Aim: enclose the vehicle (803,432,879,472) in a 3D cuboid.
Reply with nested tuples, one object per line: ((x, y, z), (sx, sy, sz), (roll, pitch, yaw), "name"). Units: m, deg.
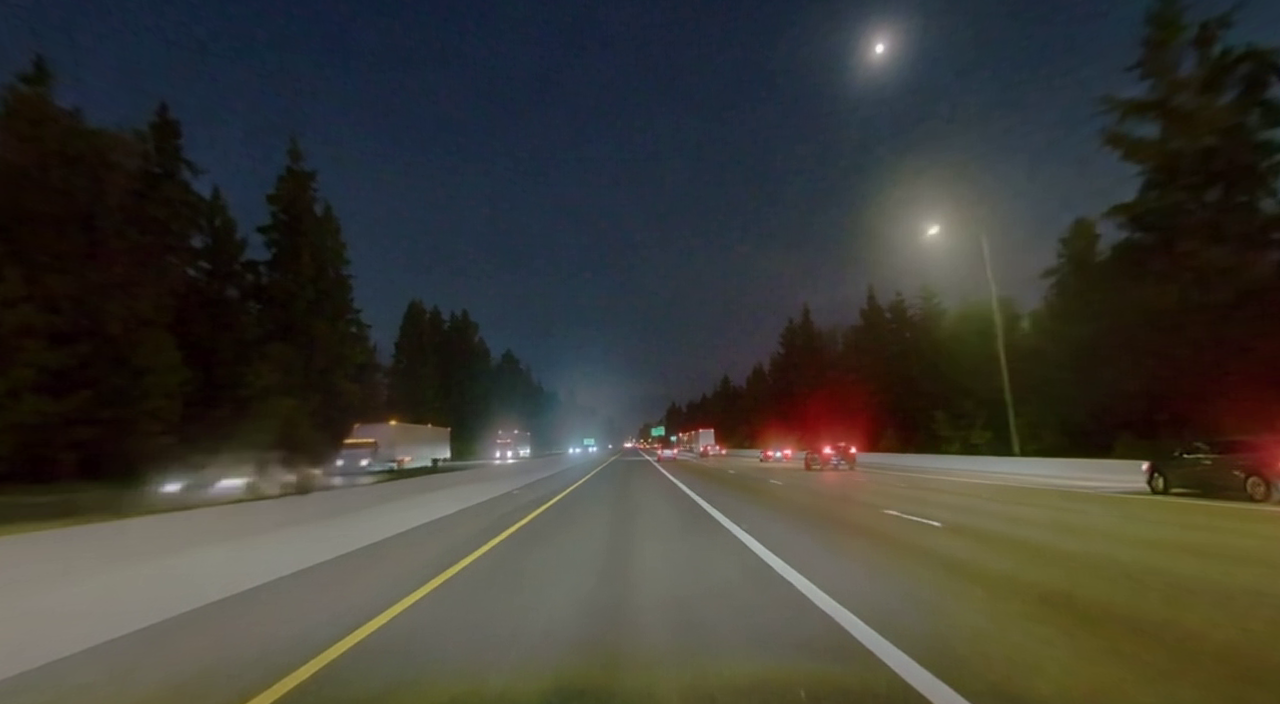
((9.677, 4.865, 30.853), (2.098, 1.820, 4.505), (0, -8, -2), "vehicle")

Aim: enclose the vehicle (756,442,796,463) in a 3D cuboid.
((10.164, 7.563, 47.613), (1.931, 1.479, 4.183), (0, -8, -2), "vehicle")

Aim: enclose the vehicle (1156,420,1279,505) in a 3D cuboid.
((13.956, 2.354, 13.563), (1.957, 1.709, 4.387), (0, -8, -1), "vehicle")

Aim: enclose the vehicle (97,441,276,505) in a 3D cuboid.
((-12.634, 3.368, 18.035), (1.936, 1.573, 4.320), (0, -9, -1), "vehicle")
